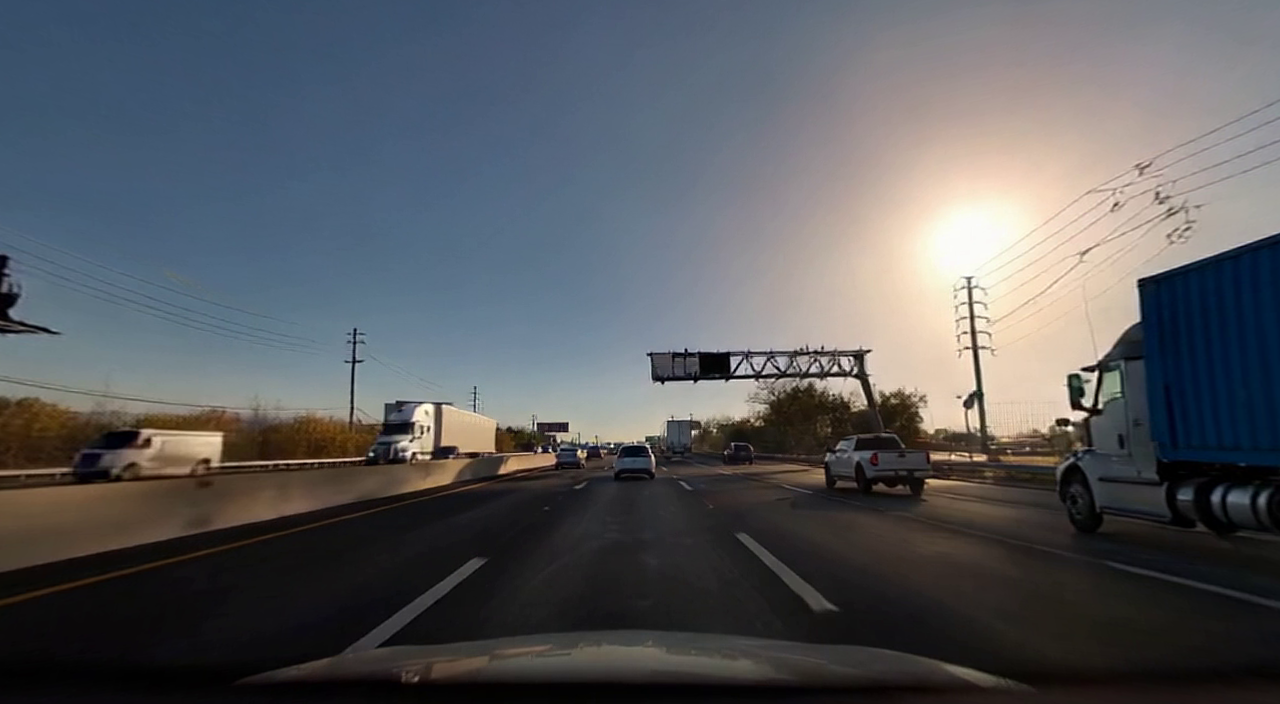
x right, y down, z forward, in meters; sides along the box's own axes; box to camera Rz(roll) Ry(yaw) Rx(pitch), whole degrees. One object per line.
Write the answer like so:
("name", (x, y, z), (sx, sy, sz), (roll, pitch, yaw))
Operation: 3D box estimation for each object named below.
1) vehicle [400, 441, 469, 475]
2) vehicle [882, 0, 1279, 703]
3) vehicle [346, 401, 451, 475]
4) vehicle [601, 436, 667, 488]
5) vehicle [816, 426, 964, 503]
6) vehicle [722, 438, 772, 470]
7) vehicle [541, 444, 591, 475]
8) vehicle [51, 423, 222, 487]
("vehicle", (-10.771, 5.589, 33.472), (2.043, 1.628, 4.675), (0, -9, 1))
("vehicle", (3.554, -0.438, 0.892), (3.013, 3.940, 7.933), (0, -9, -2))
("vehicle", (-14.087, 5.189, 37.764), (3.075, 3.927, 8.116), (0, -9, 0))
("vehicle", (-0.219, 3.981, 23.132), (2.191, 1.685, 4.015), (0, -9, 0))
("vehicle", (6.892, 3.174, 18.202), (2.086, 1.862, 5.232), (0, -9, 0))
("vehicle", (7.027, 6.801, 42.265), (2.302, 1.973, 5.502), (0, -9, -1))
("vehicle", (-3.810, 5.626, 33.284), (2.025, 1.498, 4.675), (0, -9, 0))
("vehicle", (-20.843, 4.315, 26.682), (2.247, 2.391, 5.960), (0, -9, 0))
